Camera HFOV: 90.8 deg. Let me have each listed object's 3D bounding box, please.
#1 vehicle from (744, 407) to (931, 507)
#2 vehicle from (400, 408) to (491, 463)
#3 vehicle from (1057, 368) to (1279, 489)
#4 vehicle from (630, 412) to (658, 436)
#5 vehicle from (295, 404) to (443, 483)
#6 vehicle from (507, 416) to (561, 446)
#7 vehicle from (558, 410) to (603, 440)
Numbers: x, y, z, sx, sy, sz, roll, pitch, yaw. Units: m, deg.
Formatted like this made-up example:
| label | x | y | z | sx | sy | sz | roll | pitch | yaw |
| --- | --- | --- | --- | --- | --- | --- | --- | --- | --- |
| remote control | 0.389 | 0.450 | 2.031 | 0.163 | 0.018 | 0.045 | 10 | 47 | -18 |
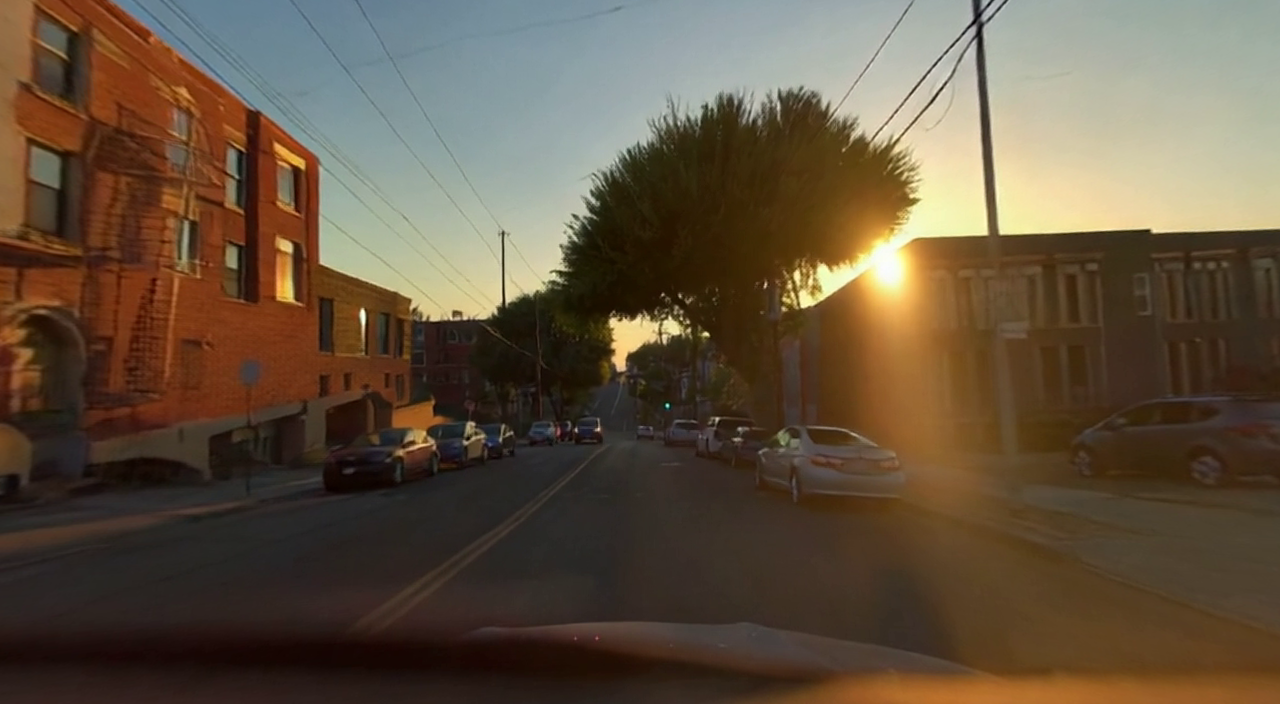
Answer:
| label | x | y | z | sx | sy | sz | roll | pitch | yaw |
| --- | --- | --- | --- | --- | --- | --- | --- | --- | --- |
| vehicle | 3.268 | 1.827 | 11.546 | 1.885 | 1.464 | 4.466 | 0 | -7 | -1 |
| vehicle | -6.736 | 2.962 | 22.451 | 1.925 | 1.759 | 4.396 | 0 | -7 | -1 |
| vehicle | 9.803 | 1.419 | 11.276 | 1.968 | 1.713 | 4.379 | -3 | -9 | 6 |
| vehicle | 0.288 | 5.566 | 48.674 | 2.059 | 1.736 | 3.994 | 0 | -7 | -1 |
| vehicle | -6.845 | 2.363 | 16.660 | 1.930 | 1.756 | 4.955 | 0 | -7 | -3 |
| vehicle | -5.917 | 4.359 | 34.734 | 1.994 | 1.510 | 4.802 | 3 | -8 | -21 |
| vehicle | -3.817 | 4.825 | 41.463 | 2.236 | 1.834 | 4.743 | -1 | -7 | 3 |
